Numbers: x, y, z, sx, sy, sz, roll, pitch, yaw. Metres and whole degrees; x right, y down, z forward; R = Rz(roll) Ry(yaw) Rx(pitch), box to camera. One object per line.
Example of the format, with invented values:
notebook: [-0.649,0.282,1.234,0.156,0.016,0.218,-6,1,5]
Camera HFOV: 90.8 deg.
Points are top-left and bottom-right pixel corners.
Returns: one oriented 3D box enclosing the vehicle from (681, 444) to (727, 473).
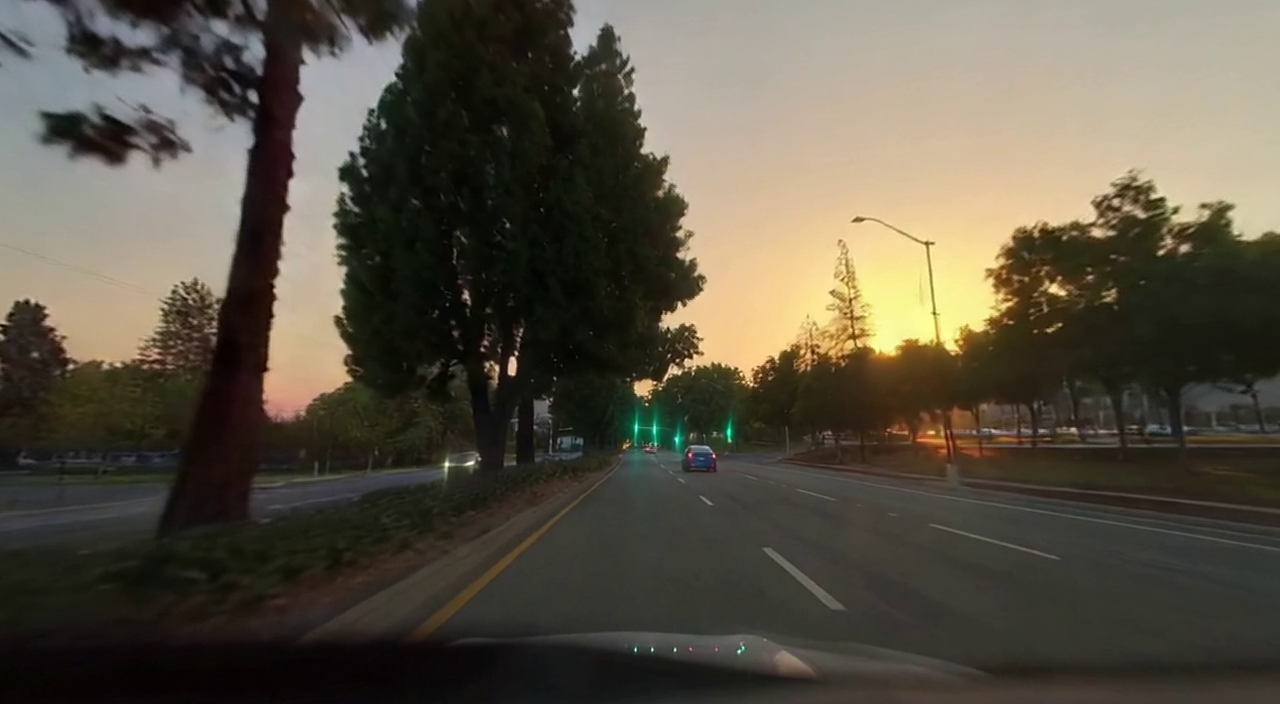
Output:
vehicle: [3.446,5.837,34.815,2.056,1.483,4.091,0,-8,-1]

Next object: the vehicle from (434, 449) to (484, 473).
vehicle: [-11.964,7.232,42.059,2.006,1.475,4.589,0,-8,-1]
